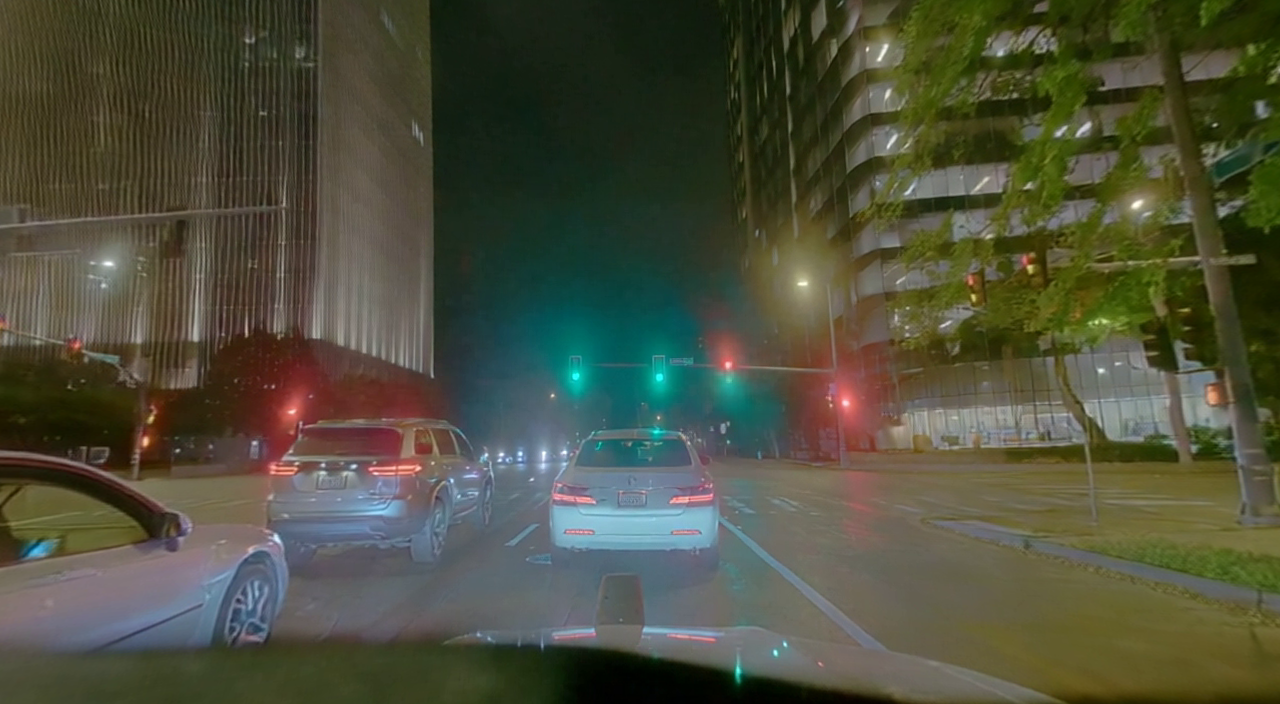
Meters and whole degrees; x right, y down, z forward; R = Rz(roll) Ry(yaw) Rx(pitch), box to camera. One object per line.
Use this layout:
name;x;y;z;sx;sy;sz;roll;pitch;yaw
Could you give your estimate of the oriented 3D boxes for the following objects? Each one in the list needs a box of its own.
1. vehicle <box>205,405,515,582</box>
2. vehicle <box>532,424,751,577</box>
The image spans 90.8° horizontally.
vehicle;-3.187;1.714;8.467;2.081;1.719;4.434;0;-8;0
vehicle;0.017;1.775;8.314;2.190;1.522;3.850;0;-8;0
